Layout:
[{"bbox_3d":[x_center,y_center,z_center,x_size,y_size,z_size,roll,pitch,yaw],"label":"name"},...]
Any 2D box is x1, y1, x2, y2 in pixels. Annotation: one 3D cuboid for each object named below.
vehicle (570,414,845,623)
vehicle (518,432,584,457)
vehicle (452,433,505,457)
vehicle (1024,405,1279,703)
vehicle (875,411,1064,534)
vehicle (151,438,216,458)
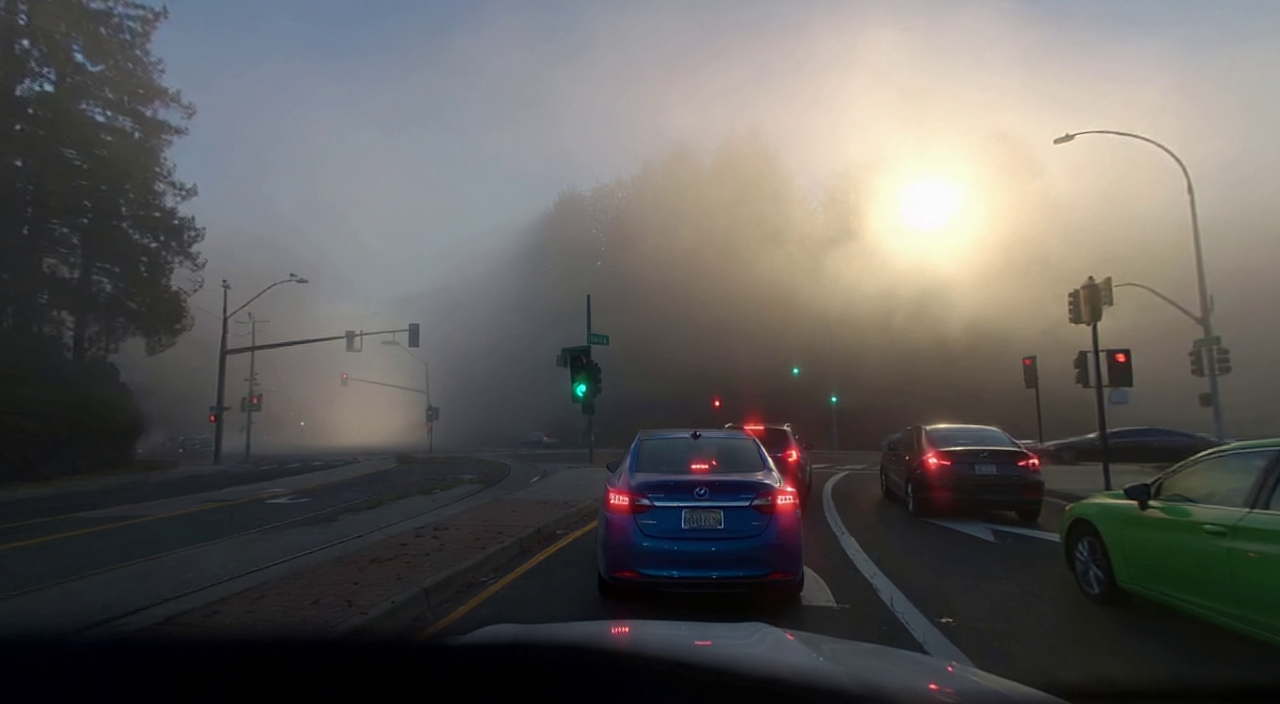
[{"bbox_3d":[0.863,1.499,6.687,2.052,1.483,3.928,-2,-8,12],"label":"vehicle"},{"bbox_3d":[-5.941,6.109,41.549,1.932,1.573,4.509,8,-12,-44],"label":"vehicle"},{"bbox_3d":[-12.435,7.128,48.200,1.972,1.705,4.457,8,-11,-44],"label":"vehicle"},{"bbox_3d":[4.249,1.061,3.367,1.954,1.508,4.441,-1,-8,6],"label":"vehicle"},{"bbox_3d":[5.547,2.045,11.286,2.102,1.717,4.373,-2,-9,16],"label":"vehicle"},{"bbox_3d":[-35.352,7.445,48.657,1.652,1.433,3.733,-7,-11,40],"label":"vehicle"}]
